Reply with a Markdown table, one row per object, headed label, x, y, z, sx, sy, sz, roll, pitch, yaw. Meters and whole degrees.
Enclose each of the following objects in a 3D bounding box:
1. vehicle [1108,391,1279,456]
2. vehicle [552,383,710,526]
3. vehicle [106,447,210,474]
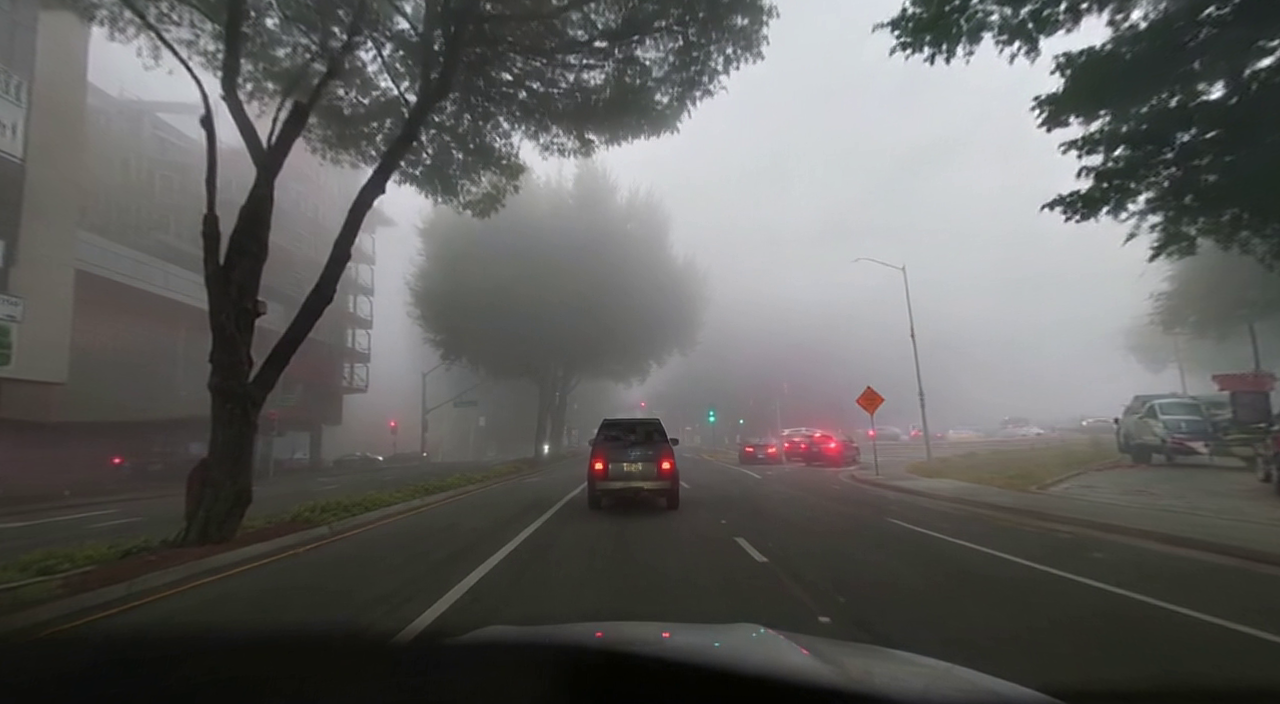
| label | x | y | z | sx | sy | sz | roll | pitch | yaw |
| --- | --- | --- | --- | --- | --- | --- | --- | --- | --- |
| vehicle | 14.798 | 1.800 | 15.539 | 4.986 | 1.467 | 2.025 | -6 | -10 | 33 |
| vehicle | -0.288 | 1.956 | 12.369 | 2.350 | 2.122 | 5.801 | 0 | -8 | -3 |
| vehicle | -36.120 | 8.148 | 47.320 | 5.755 | 1.945 | 2.403 | 0 | -8 | -1 |
